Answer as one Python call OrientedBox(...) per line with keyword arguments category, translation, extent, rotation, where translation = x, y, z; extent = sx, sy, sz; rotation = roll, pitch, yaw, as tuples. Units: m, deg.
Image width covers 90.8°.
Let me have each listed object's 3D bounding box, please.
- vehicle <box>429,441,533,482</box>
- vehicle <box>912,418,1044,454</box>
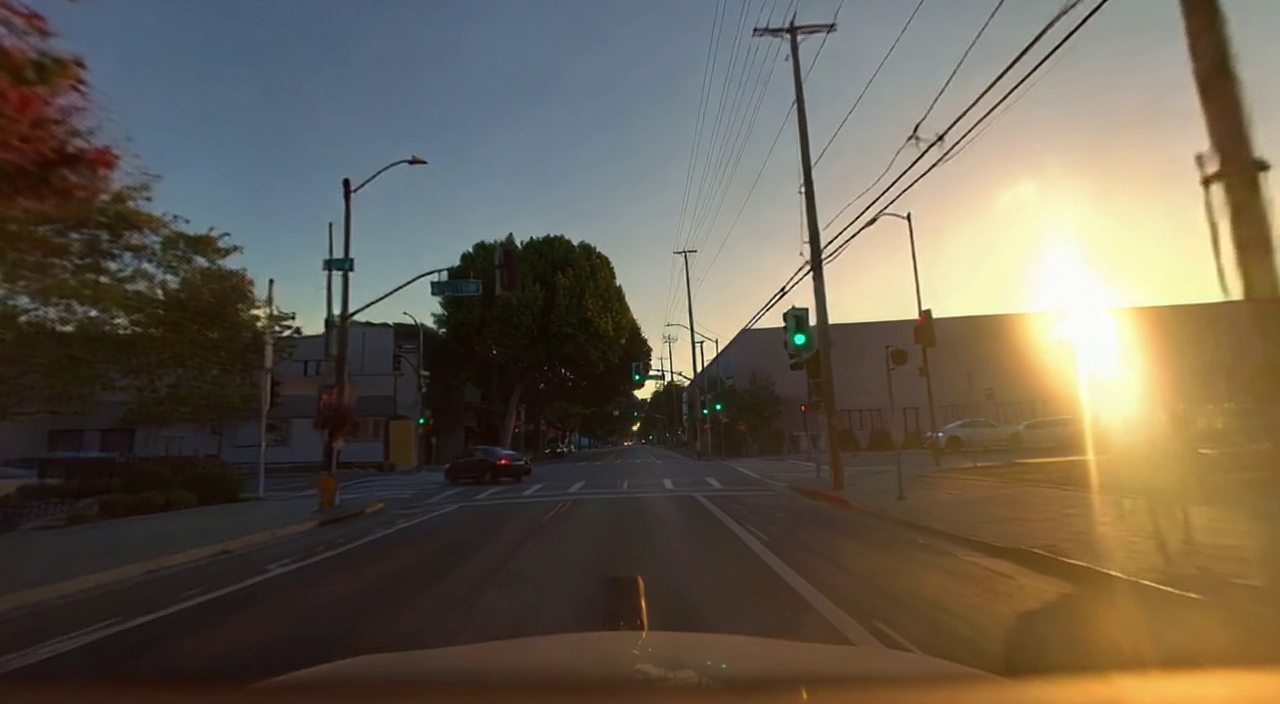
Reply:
OrientedBox(category="vehicle", translation=(-6.878, 4.612, 27.038), extent=(4.624, 1.478, 2.118), rotation=(-8, -7, 42))
OrientedBox(category="vehicle", translation=(14.598, 3.651, 27.470), extent=(4.632, 1.484, 1.907), rotation=(0, -8, -1))
